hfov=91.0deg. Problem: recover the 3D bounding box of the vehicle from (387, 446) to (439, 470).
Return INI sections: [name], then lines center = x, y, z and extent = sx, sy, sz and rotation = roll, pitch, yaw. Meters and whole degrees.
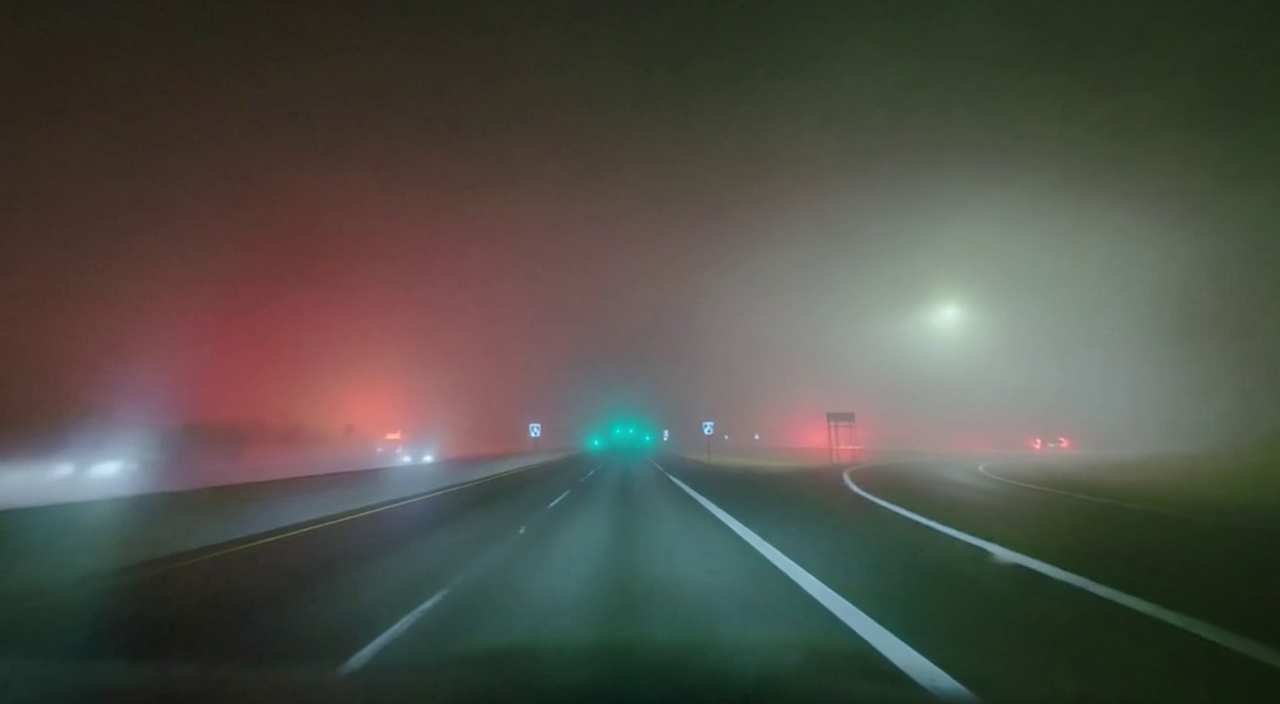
[vehicle]
center = -15.561, 7.286, 43.426
extent = 1.956, 1.471, 4.552
rotation = -1, -8, 0
